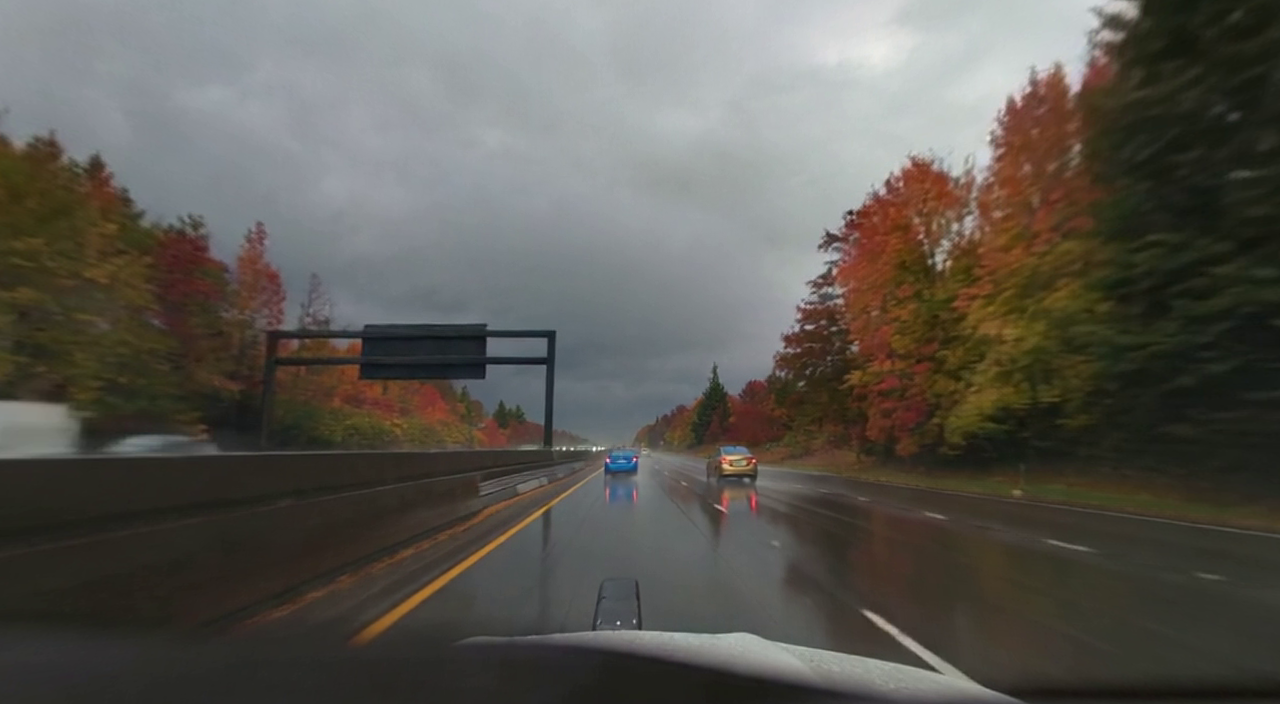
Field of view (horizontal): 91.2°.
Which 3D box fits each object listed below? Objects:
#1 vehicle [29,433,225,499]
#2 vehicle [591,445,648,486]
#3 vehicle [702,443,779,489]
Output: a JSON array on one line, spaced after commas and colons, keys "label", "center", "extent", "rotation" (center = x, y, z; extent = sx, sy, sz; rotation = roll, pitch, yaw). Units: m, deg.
[{"label": "vehicle", "center": [-13.719, 3.059, 17.149], "extent": [2.006, 1.561, 3.971], "rotation": [0, -9, -1]}, {"label": "vehicle", "center": [-0.784, 4.550, 25.479], "extent": [2.128, 1.516, 4.410], "rotation": [0, -9, 0]}, {"label": "vehicle", "center": [3.782, 4.354, 24.320], "extent": [2.300, 1.595, 4.144], "rotation": [0, -9, 0]}]
